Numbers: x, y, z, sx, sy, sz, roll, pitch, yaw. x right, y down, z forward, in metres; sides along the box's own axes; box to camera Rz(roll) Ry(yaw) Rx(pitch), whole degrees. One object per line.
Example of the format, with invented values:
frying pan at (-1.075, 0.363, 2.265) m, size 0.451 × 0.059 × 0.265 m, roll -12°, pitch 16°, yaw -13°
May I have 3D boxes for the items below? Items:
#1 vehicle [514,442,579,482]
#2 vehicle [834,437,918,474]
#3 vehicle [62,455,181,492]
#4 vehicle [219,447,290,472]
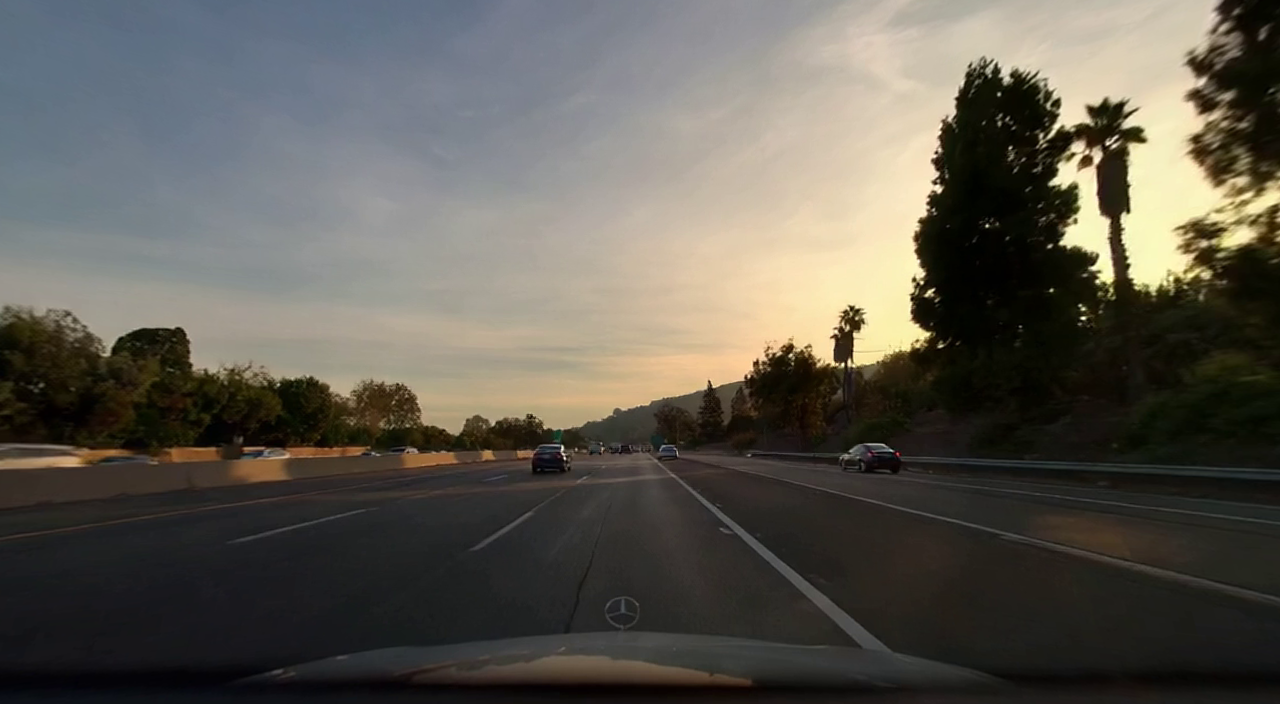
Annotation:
vehicle at (-3.793, 4.543, 26.433) m, size 2.052 × 1.510 × 4.301 m, roll 0°, pitch -9°, yaw 1°
vehicle at (12.373, 5.472, 33.525) m, size 2.344 × 1.783 × 5.196 m, roll 0°, pitch -9°, yaw -1°
vehicle at (-23.764, 5.533, 29.204) m, size 1.747 × 1.444 × 4.506 m, roll -1°, pitch -8°, yaw -1°
vehicle at (-27.448, 7.633, 45.169) m, size 2.027 × 1.615 × 4.717 m, roll 0°, pitch -9°, yaw 1°
